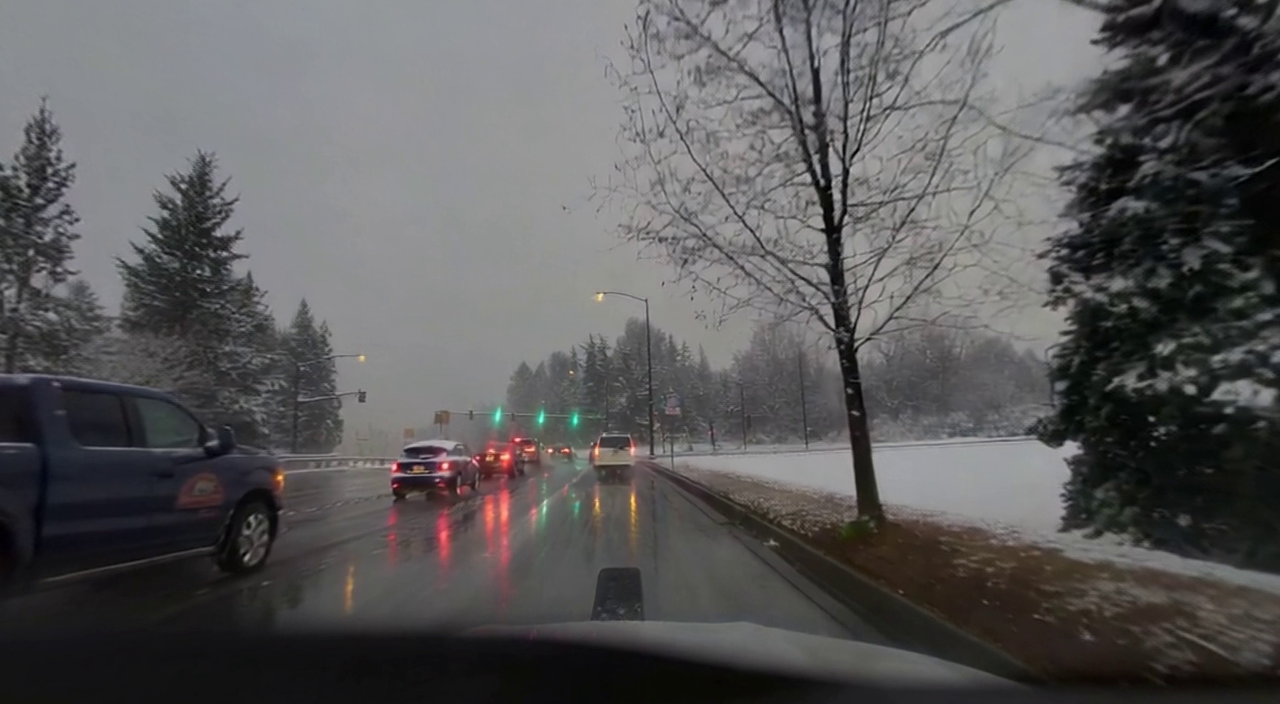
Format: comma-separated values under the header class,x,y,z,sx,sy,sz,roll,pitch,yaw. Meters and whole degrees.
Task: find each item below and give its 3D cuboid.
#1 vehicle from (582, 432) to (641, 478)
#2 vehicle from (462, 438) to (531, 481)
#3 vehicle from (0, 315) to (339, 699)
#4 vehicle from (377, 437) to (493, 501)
class,x,y,z,sx,sy,sz,roll,pitch,yaw
vehicle,-1.265,4.433,27.429,2.368,1.829,4.293,0,-9,-3
vehicle,-6.058,4.592,27.217,2.010,1.674,4.484,0,-9,-1
vehicle,-4.972,0.960,4.165,2.860,2.090,6.593,0,-9,-1
vehicle,-5.758,3.327,18.353,2.069,1.616,4.108,0,-9,-2
